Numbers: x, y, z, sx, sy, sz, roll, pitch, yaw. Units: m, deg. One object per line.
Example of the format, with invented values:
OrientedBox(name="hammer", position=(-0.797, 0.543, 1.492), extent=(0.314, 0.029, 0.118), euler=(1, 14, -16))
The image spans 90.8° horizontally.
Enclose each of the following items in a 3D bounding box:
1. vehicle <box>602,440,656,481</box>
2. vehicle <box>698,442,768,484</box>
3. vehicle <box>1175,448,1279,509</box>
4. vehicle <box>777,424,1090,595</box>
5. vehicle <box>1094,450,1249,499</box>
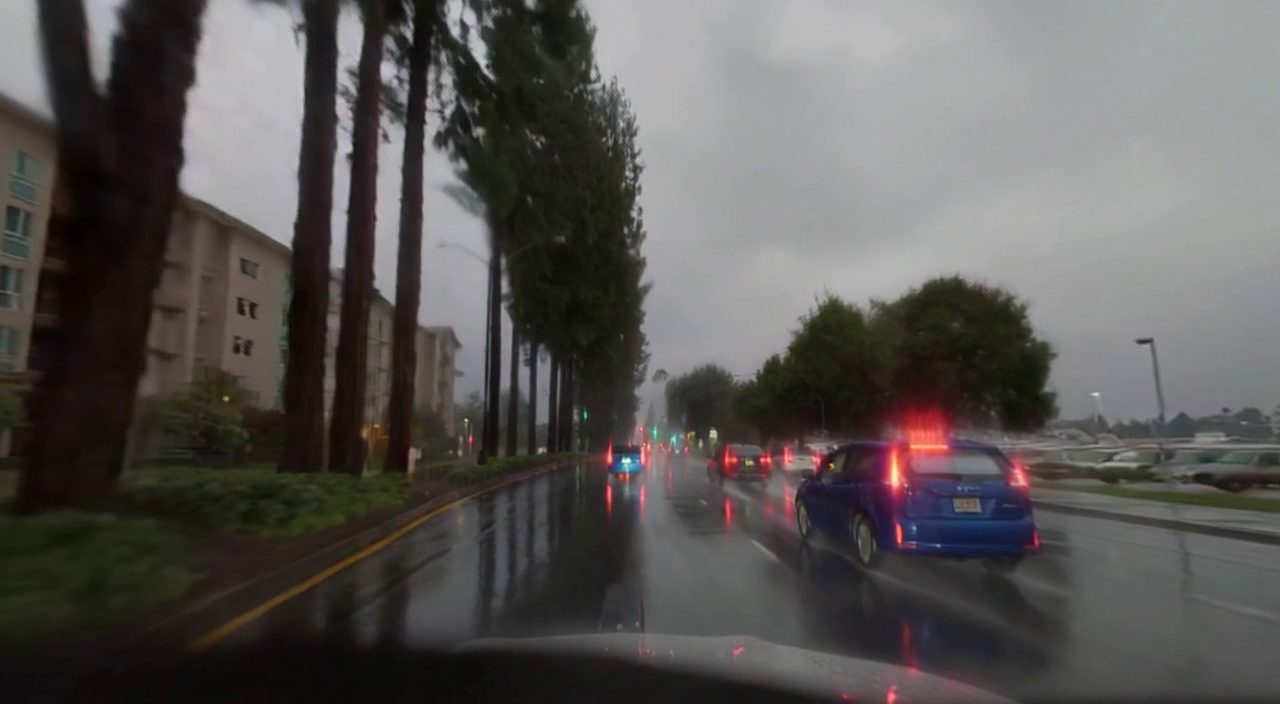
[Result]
OrientedBox(name="vehicle", position=(-0.415, 4.246, 24.993), extent=(1.994, 1.479, 3.647), euler=(0, -8, -1))
OrientedBox(name="vehicle", position=(3.415, 4.158, 23.996), extent=(1.908, 1.453, 4.230), euler=(0, -9, -1))
OrientedBox(name="vehicle", position=(17.407, 3.454, 17.683), extent=(4.423, 1.497, 1.965), euler=(4, -10, -26))
OrientedBox(name="vehicle", position=(3.050, 1.696, 7.619), extent=(1.852, 1.498, 3.825), euler=(0, -9, -1))
OrientedBox(name="vehicle", position=(17.293, 3.922, 20.554), extent=(4.357, 1.411, 2.067), euler=(4, -9, -25))
